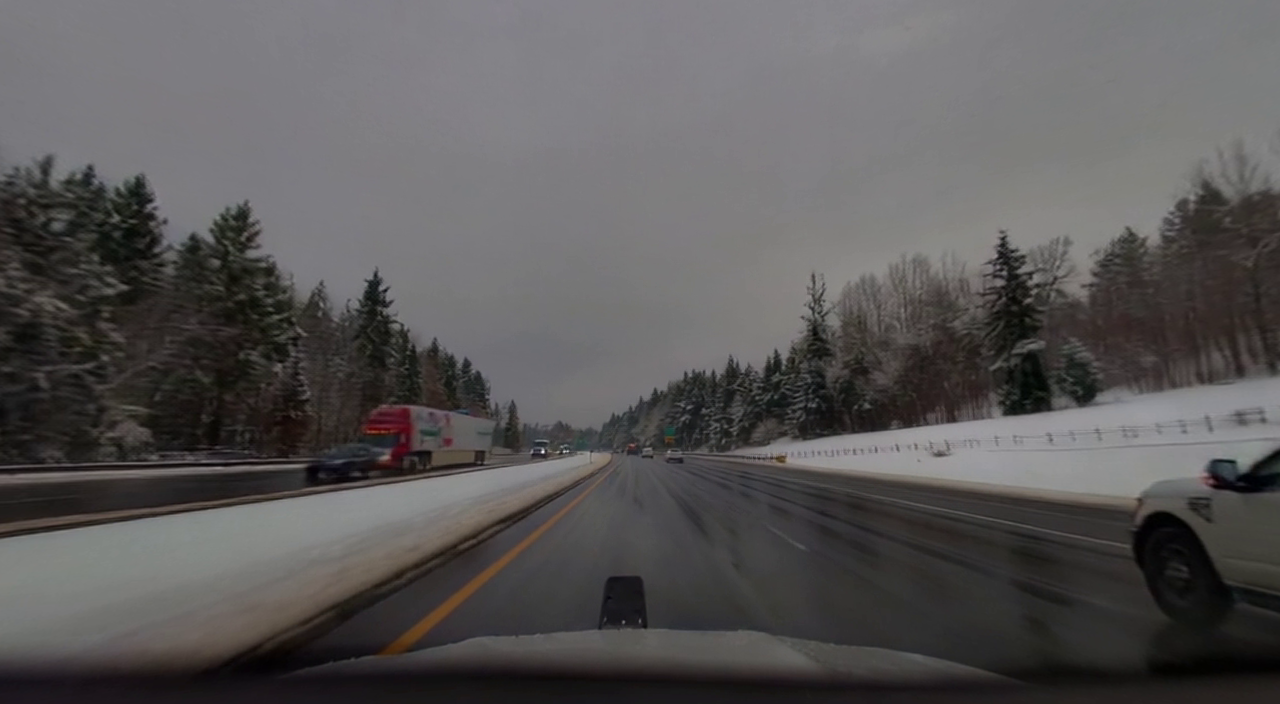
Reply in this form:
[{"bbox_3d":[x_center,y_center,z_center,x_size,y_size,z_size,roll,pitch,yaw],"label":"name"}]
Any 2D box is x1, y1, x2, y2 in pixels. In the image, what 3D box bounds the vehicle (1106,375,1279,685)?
[{"bbox_3d":[4.425,0.802,2.363,1.933,1.663,4.440,0,-9,0],"label":"vehicle"}]
